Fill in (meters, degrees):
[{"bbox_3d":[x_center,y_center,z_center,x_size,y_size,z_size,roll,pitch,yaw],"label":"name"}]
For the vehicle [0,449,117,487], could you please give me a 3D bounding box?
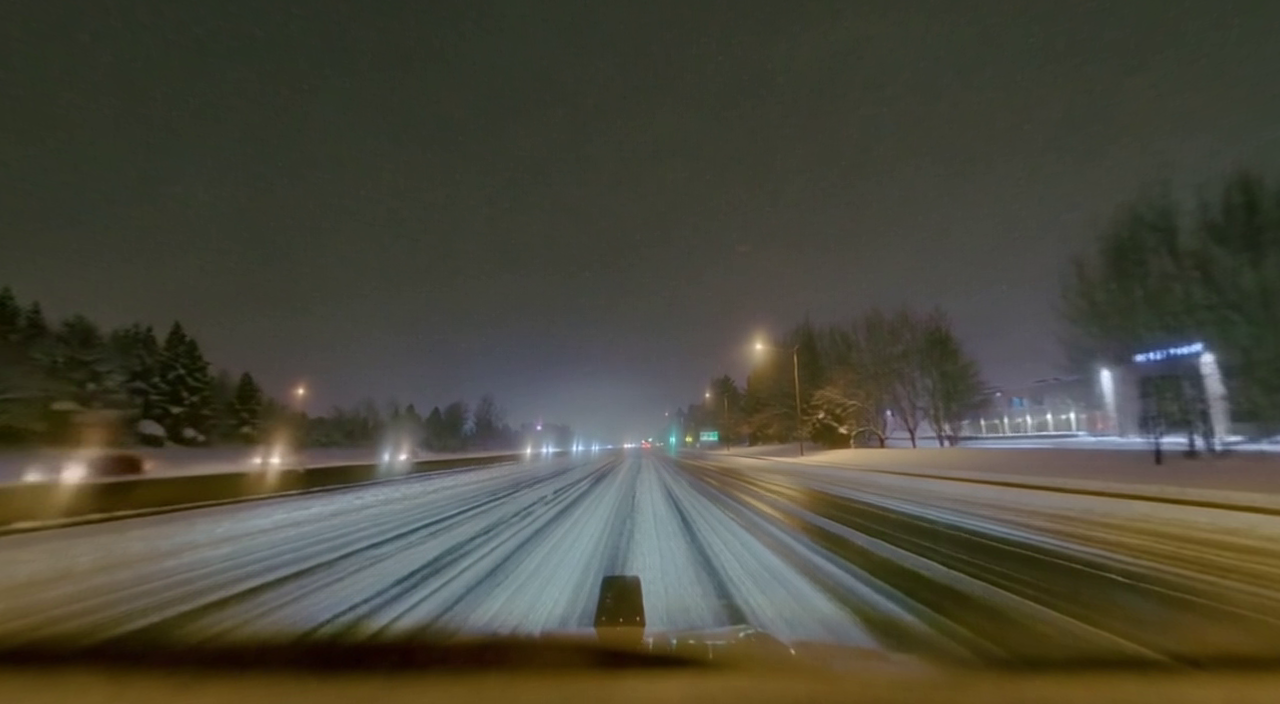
[{"bbox_3d":[-25.544,4.969,27.372,1.837,1.492,4.280,0,-9,1],"label":"vehicle"}]
